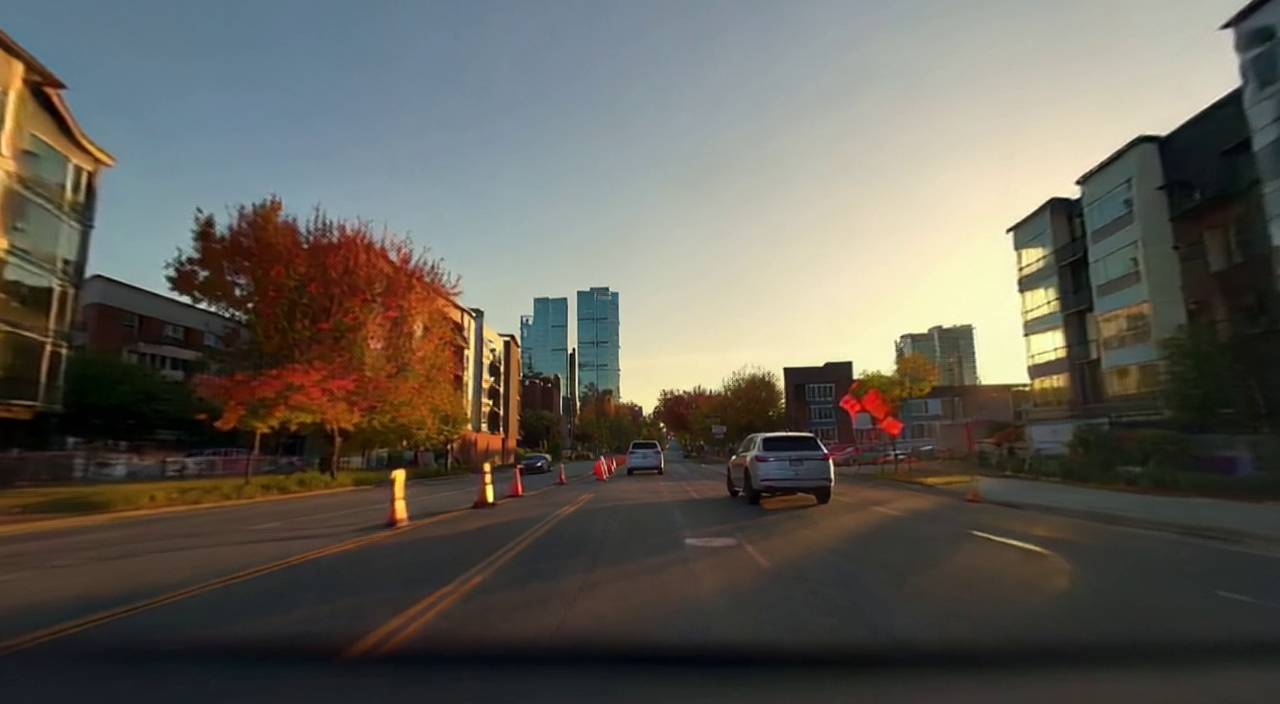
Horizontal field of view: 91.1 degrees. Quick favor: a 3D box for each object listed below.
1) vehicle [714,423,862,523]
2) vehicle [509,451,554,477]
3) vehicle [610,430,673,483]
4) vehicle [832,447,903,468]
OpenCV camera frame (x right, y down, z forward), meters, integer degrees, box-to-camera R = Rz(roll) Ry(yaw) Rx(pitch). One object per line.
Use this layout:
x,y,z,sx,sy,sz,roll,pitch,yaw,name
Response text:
3.065,2.651,14.411,2.120,1.828,5.531,0,-9,1,vehicle
-6.905,7.158,40.340,1.891,1.496,4.144,-1,-9,4,vehicle
0.083,5.132,31.041,2.762,2.309,6.723,0,-9,1,vehicle
17.031,7.900,47.044,4.568,1.478,1.900,2,-9,-13,vehicle
